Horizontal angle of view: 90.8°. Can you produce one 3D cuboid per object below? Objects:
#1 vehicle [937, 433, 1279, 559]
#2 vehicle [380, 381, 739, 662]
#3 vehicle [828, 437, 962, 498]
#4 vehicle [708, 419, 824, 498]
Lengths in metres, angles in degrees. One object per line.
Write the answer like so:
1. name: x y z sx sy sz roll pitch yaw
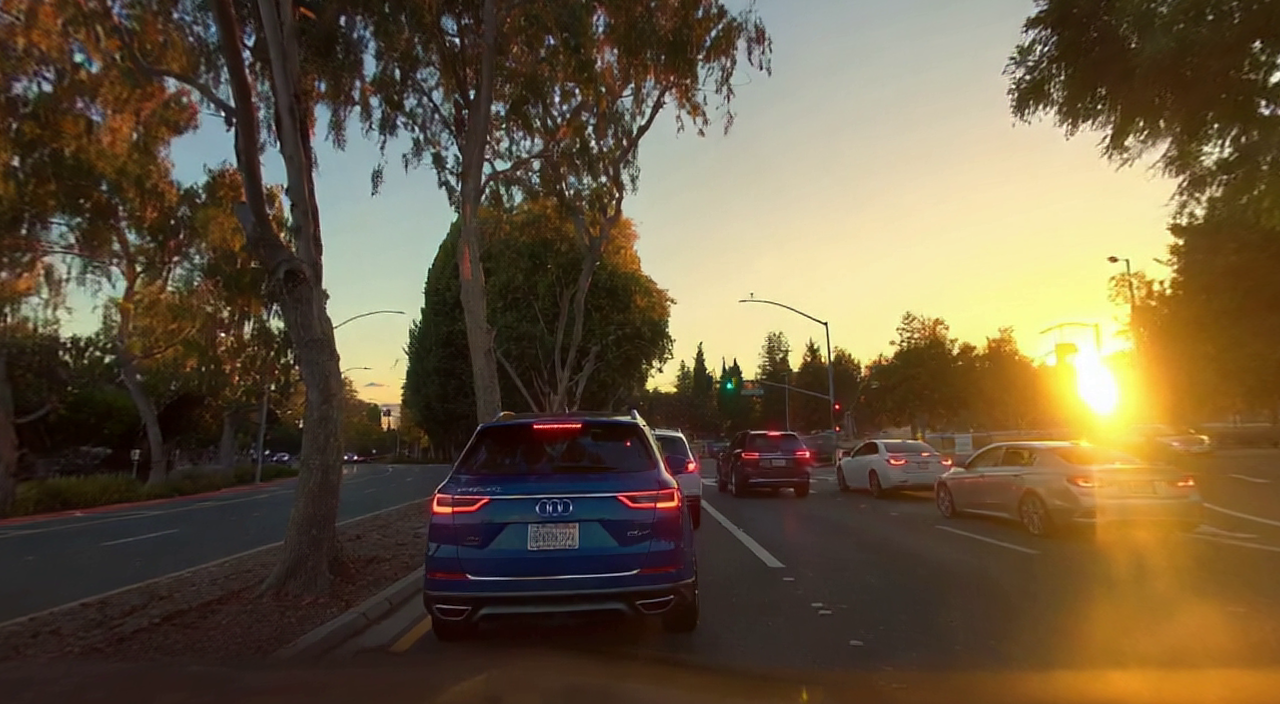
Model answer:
1. vehicle: 6.582 2.013 9.657 1.894 1.445 4.565 0 -9 1
2. vehicle: -0.438 1.349 6.086 2.201 1.709 4.271 0 -9 2
3. vehicle: 6.955 3.186 17.801 1.890 1.489 4.415 0 -9 -1
4. vehicle: 3.351 2.979 17.954 2.200 1.909 4.853 0 -9 -1
